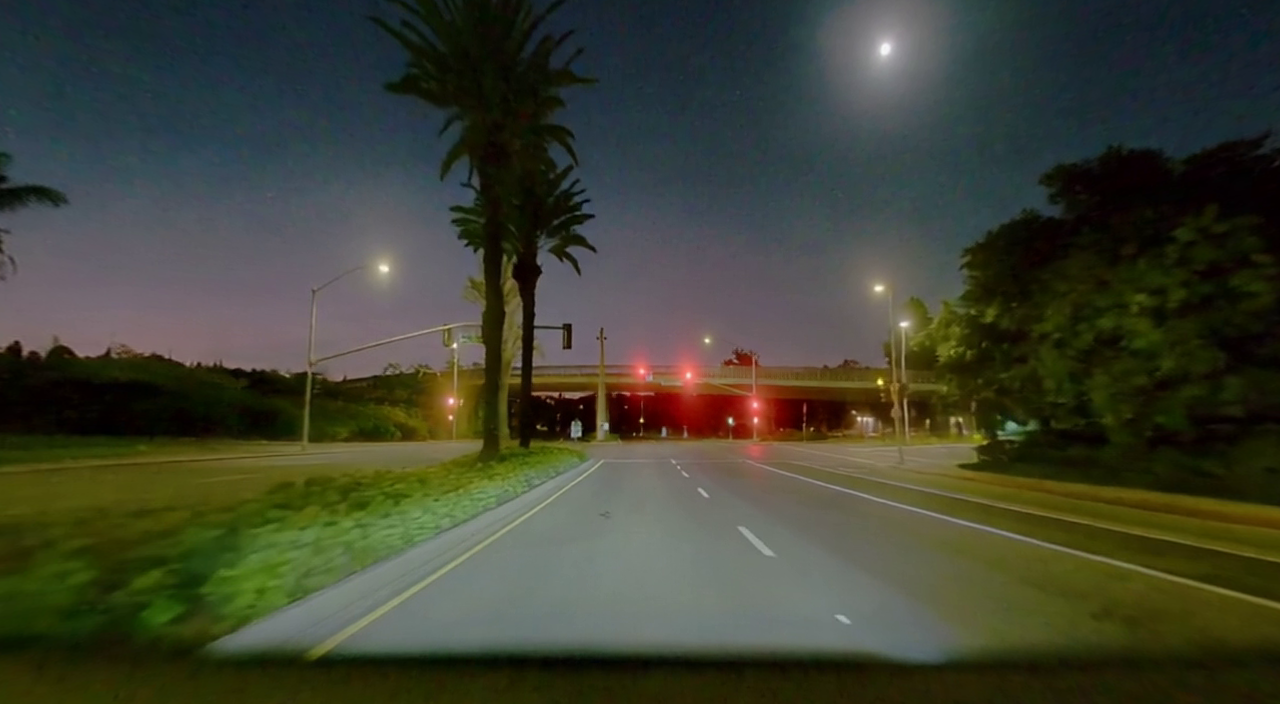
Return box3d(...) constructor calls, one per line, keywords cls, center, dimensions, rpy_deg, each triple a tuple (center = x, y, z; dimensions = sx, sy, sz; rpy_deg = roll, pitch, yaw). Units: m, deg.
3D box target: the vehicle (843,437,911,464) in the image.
box3d(cls="vehicle", center=(13.681, 5.642, 36.248), dimensions=(1.982, 1.436, 4.556), rpy_deg=(-8, -12, 42))
